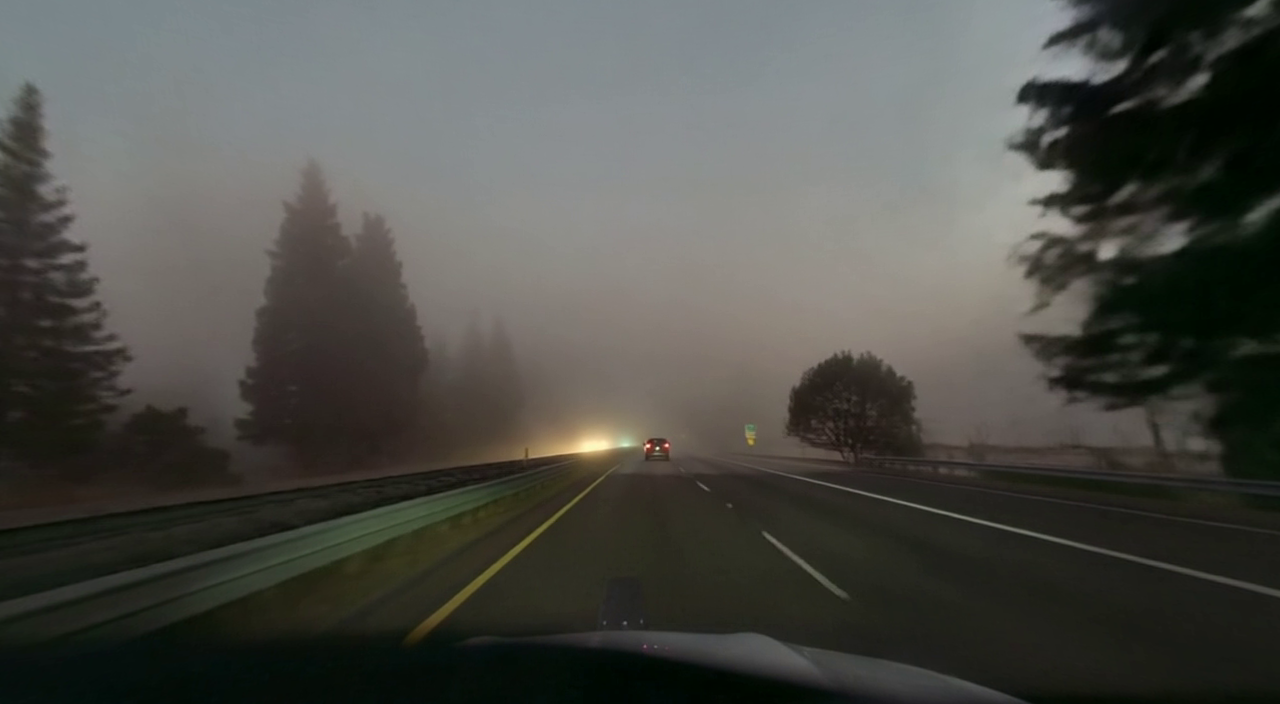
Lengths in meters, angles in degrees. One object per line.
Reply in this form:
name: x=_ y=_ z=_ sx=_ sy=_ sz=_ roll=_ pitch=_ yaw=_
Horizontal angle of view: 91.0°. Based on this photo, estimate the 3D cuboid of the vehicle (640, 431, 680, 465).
vehicle: x=1.224 y=5.930 z=38.922 sx=2.301 sy=1.944 sz=4.554 roll=0 pitch=-8 yaw=2
